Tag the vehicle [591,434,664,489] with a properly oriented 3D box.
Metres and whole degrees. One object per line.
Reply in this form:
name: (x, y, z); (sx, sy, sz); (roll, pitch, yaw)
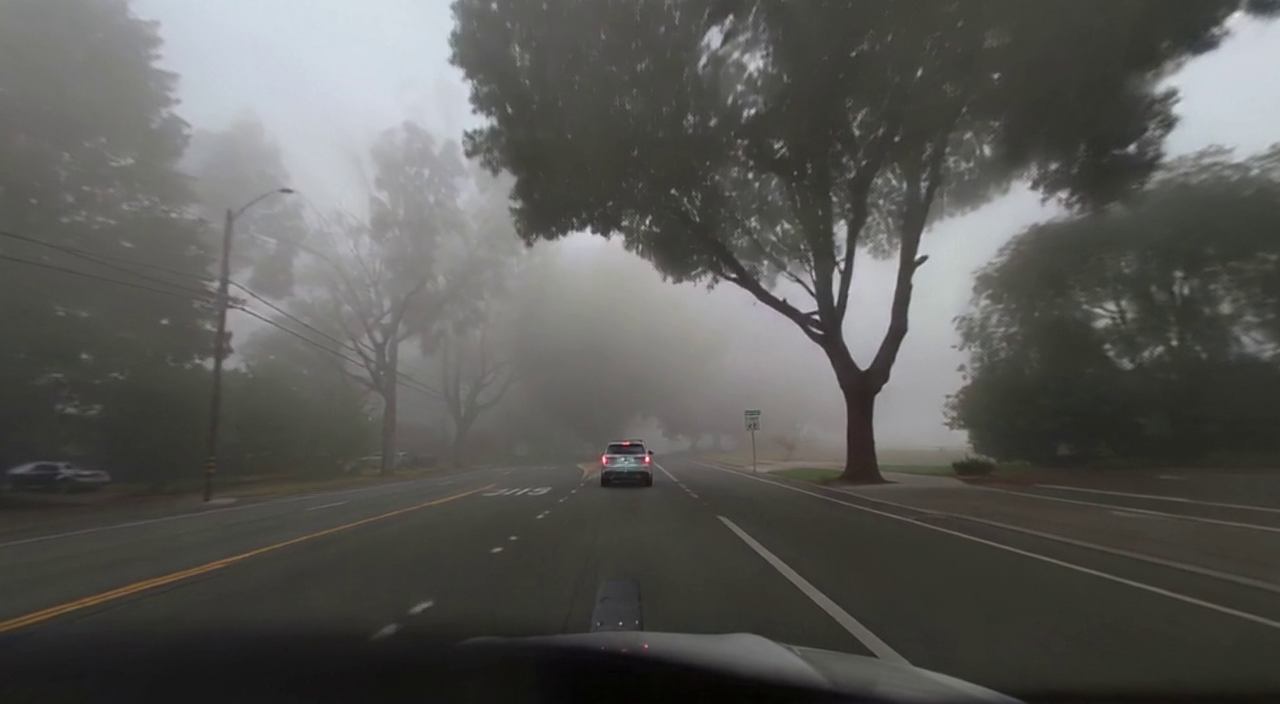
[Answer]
vehicle: (-0.397, 3.575, 20.939); (2.181, 1.639, 4.127); (0, -8, 0)
